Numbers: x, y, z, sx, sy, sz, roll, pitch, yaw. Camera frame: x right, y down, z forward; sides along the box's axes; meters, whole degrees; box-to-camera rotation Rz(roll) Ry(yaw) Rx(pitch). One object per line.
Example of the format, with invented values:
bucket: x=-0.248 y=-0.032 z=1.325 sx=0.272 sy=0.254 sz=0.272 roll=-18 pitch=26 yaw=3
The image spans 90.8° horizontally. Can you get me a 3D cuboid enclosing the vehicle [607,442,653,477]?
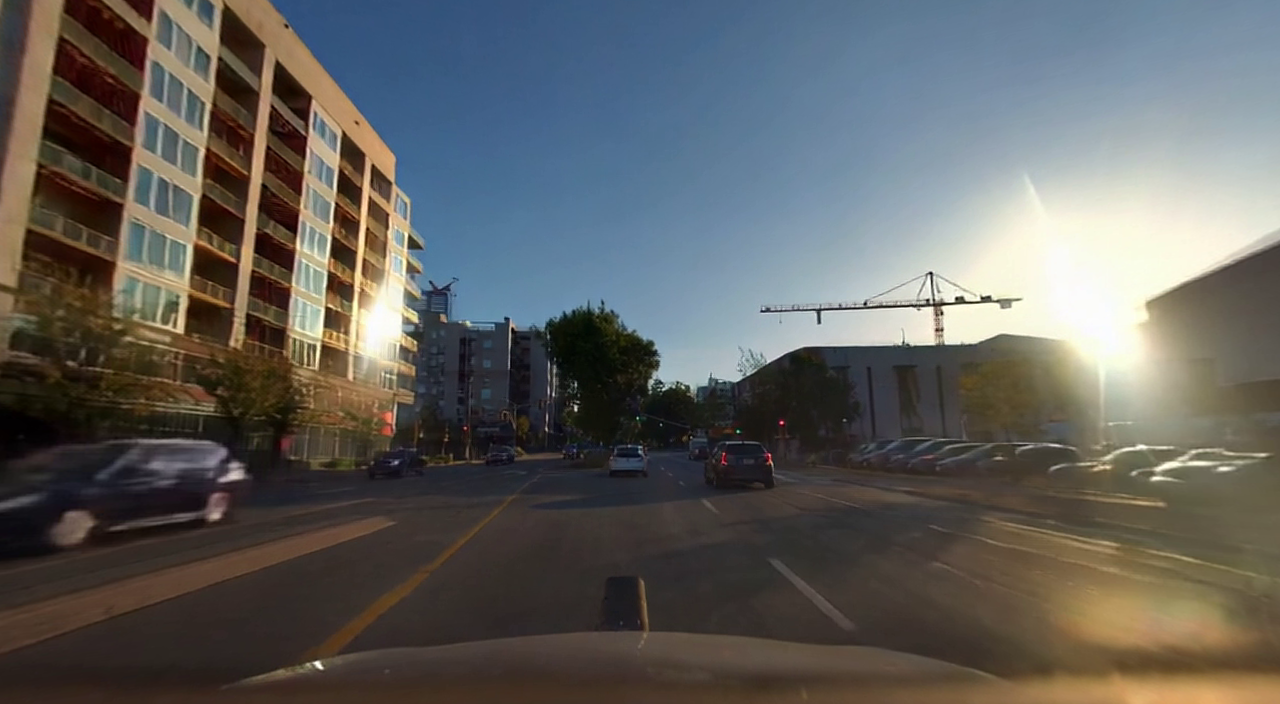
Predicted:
vehicle: x=-0.463 y=4.976 z=29.467 sx=2.006 sy=1.487 sz=3.535 roll=0 pitch=-9 yaw=0

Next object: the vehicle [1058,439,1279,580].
vehicle: x=7.589 y=1.796 z=7.662 sx=1.883 sy=1.452 sz=4.598 roll=0 pitch=-9 yaw=0

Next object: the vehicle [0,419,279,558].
vehicle: x=-7.973 y=1.955 z=9.764 sx=2.072 sy=1.623 sz=4.564 roll=0 pitch=-9 yaw=0

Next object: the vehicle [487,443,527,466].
vehicle: x=-10.405 y=8.054 z=49.801 sx=1.973 sy=1.646 sz=4.427 roll=-1 pitch=-9 yaw=3

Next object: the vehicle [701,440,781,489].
vehicle: x=3.270 y=3.719 z=21.255 sx=1.910 sy=1.474 sz=4.003 roll=0 pitch=-9 yaw=-1

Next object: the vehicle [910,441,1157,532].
vehicle: x=7.445 y=2.553 z=12.677 sx=1.893 sy=1.455 sz=4.571 roll=0 pitch=-9 yaw=-2
